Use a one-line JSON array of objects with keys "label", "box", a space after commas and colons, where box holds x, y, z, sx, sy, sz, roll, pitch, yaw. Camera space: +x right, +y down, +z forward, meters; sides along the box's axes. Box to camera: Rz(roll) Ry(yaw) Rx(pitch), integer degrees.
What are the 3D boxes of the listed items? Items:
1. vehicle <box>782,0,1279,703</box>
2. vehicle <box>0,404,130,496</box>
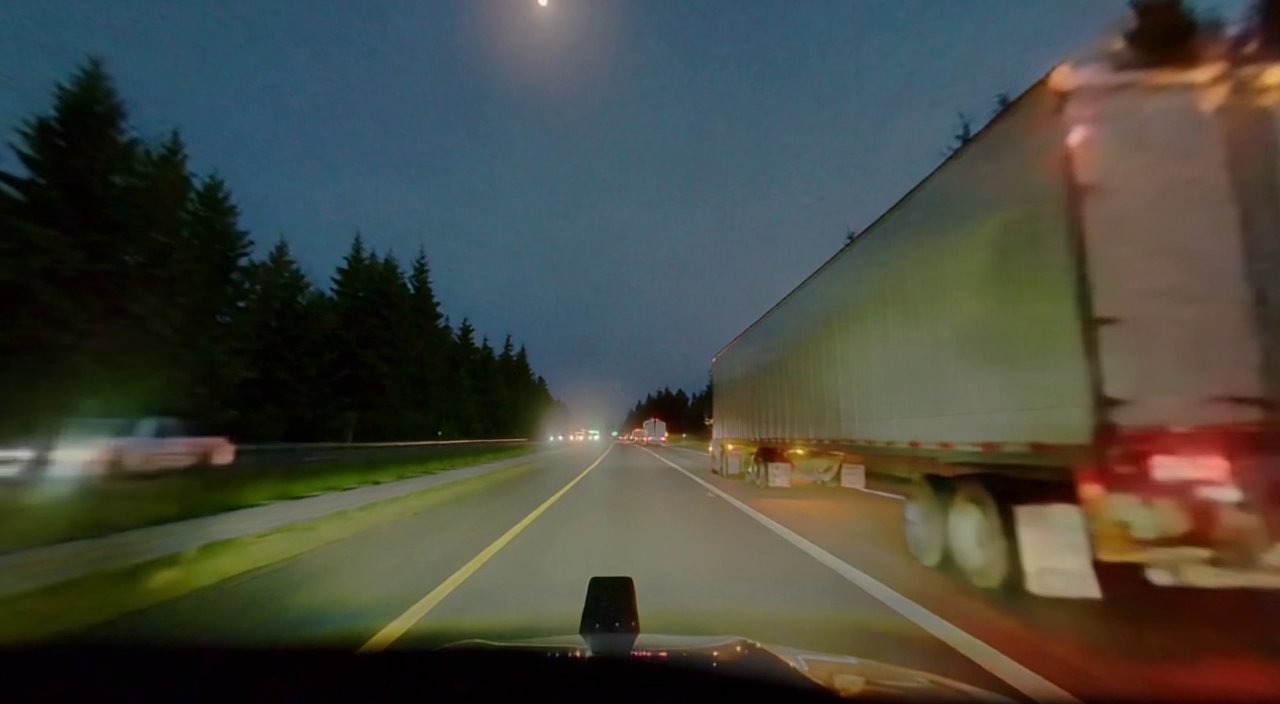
[{"label": "vehicle", "box": [4.215, 0.431, 7.622, 2.861, 3.991, 8.583, 0, -8, -1]}, {"label": "vehicle", "box": [-11.890, 1.762, 11.396, 1.885, 1.570, 4.173, 0, -8, -1]}]
